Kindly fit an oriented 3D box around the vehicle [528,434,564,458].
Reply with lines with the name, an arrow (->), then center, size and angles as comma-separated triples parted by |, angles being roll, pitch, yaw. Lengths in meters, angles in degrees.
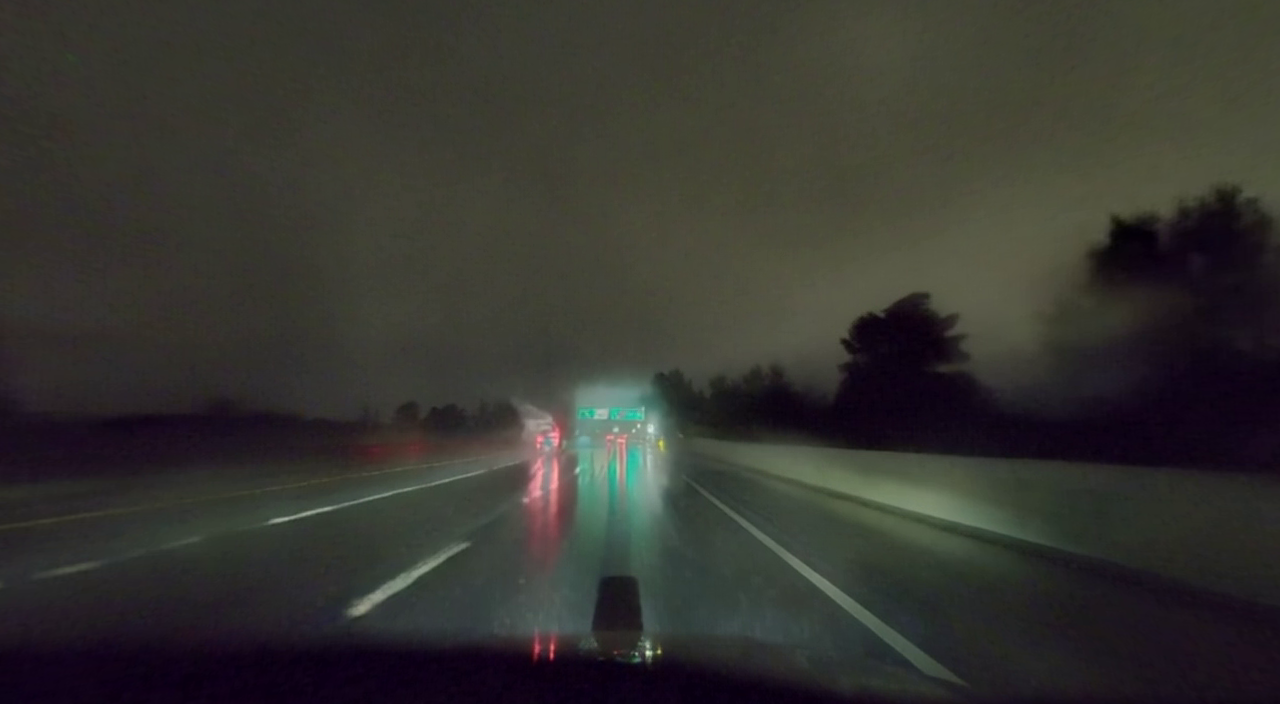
vehicle -> -7.095, 7.128, 47.853 | 2.111, 1.662, 4.630 | 0, -8, -1
